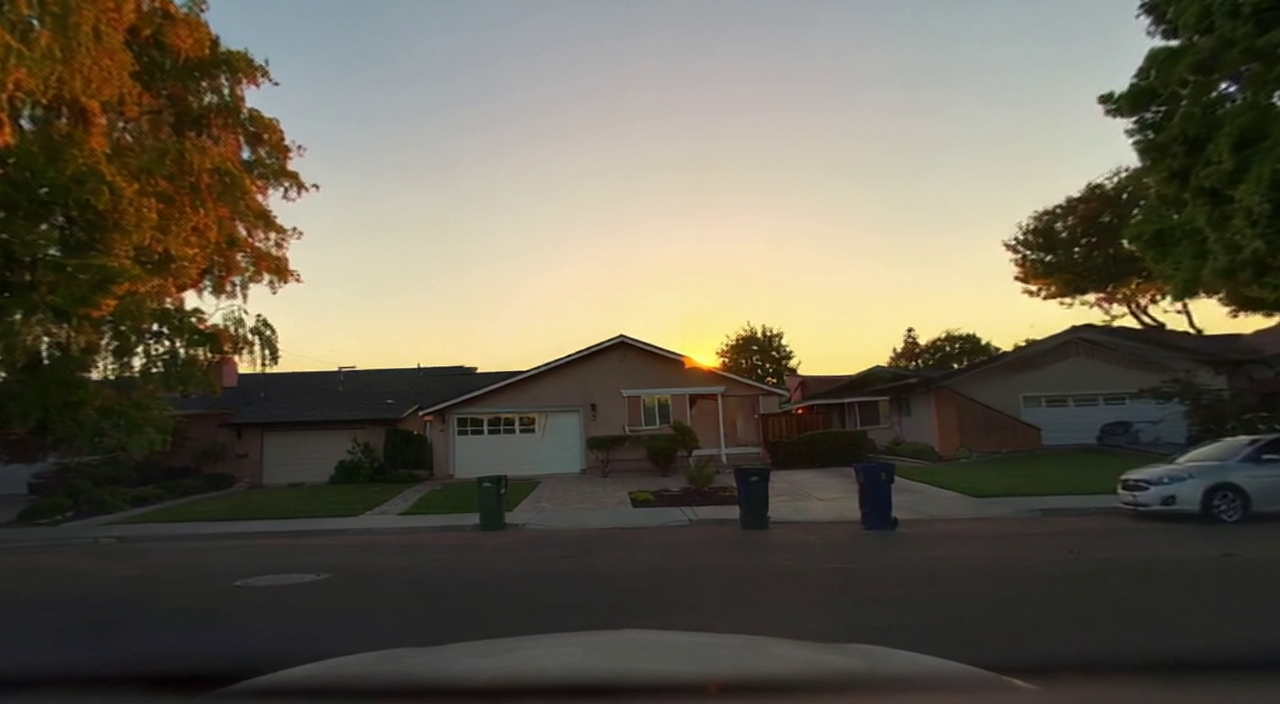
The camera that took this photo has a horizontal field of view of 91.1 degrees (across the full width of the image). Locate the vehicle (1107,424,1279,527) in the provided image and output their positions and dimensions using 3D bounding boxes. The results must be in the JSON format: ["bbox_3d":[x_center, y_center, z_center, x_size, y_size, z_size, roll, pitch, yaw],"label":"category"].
[{"bbox_3d":[11.253,2.099,10.942,4.658,1.615,1.894,0,-8,0],"label":"vehicle"}]
